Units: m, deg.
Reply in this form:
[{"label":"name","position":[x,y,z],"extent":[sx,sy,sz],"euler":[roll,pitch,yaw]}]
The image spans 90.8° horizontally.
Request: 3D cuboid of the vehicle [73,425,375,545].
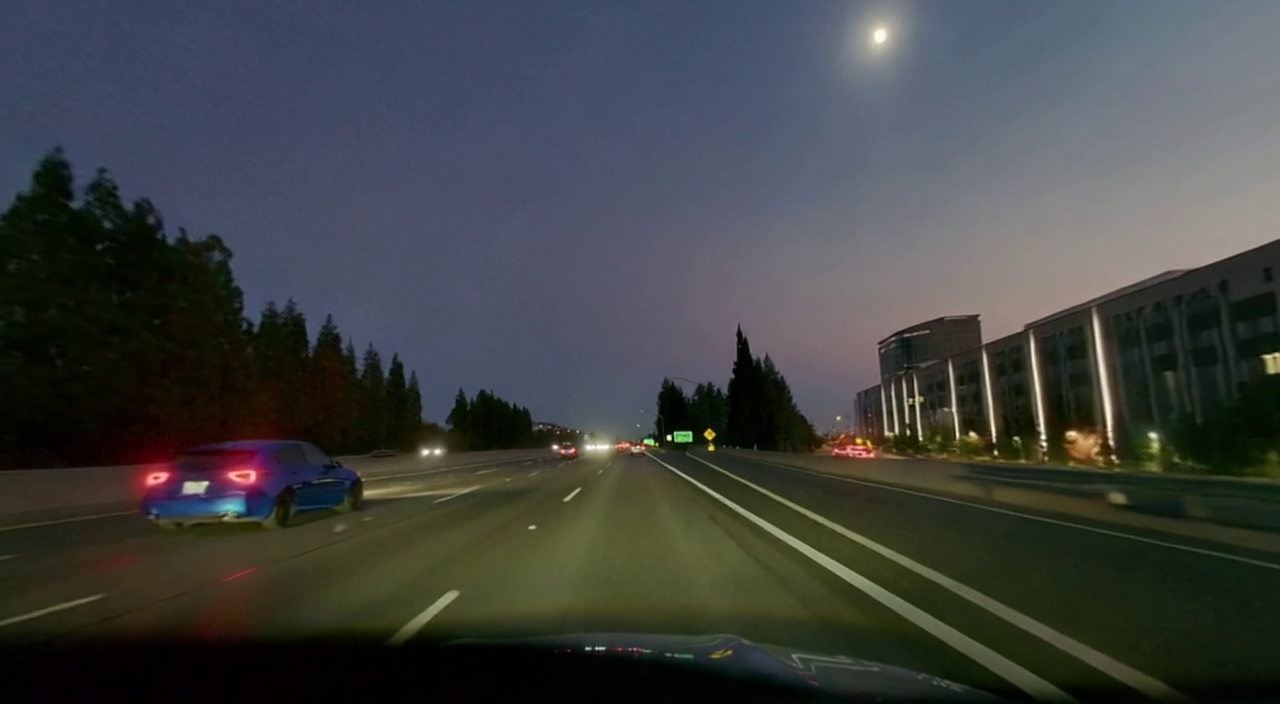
[{"label":"vehicle","position":[-6.693,2.173,11.065],"extent":[2.016,1.606,4.806],"euler":[0,-9,0]}]
